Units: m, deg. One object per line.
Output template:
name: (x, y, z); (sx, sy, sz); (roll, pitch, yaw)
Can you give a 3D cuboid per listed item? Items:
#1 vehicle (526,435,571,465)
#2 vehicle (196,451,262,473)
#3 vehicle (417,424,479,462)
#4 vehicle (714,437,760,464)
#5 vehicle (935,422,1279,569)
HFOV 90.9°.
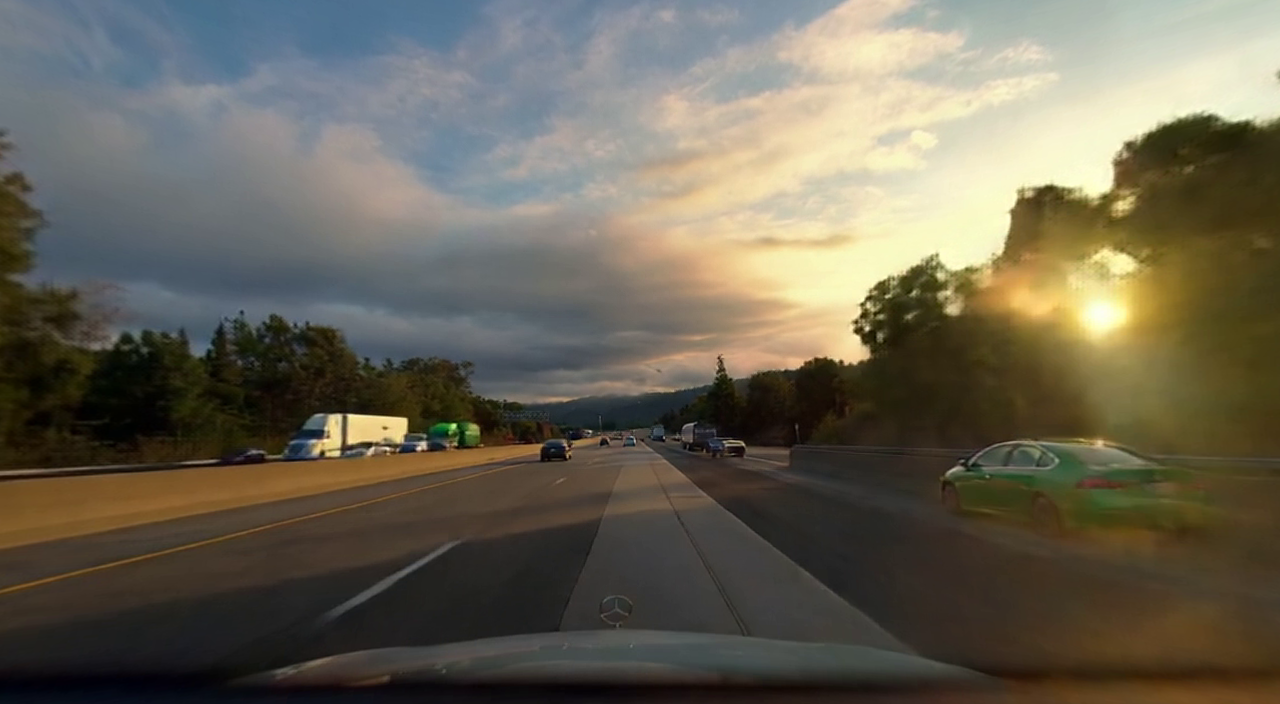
vehicle: (-5.058, 5.450, 35.293); (1.966, 1.570, 3.859); (0, -8, -1)
vehicle: (-31.291, 8.391, 48.111); (1.788, 1.438, 4.427); (-2, -7, 6)
vehicle: (-14.007, 6.666, 46.527); (2.436, 2.595, 7.097); (0, -8, -1)
vehicle: (5.489, 5.617, 36.020); (1.920, 1.436, 3.890); (0, -8, -2)
vehicle: (6.110, 1.753, 8.613); (2.028, 1.488, 4.236); (0, -8, -1)
